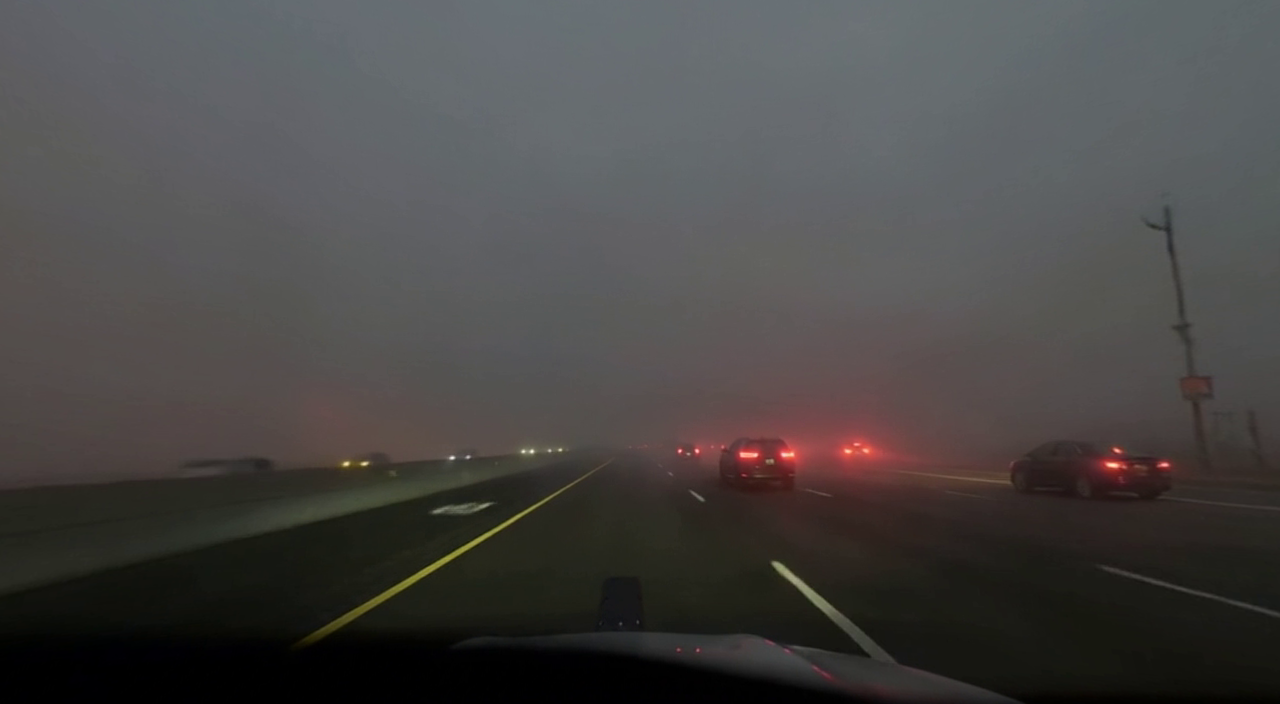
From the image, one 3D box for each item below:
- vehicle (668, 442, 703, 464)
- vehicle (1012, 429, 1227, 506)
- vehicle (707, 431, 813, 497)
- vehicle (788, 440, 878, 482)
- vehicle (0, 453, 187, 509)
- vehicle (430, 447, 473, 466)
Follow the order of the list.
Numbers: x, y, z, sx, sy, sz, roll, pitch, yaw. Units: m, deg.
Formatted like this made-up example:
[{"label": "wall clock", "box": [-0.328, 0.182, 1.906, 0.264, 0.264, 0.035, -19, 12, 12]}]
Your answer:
[{"label": "vehicle", "box": [3.203, 7.166, 44.892, 2.038, 1.477, 4.313, 0, -9, -2]}, {"label": "vehicle", "box": [11.055, 2.667, 15.039, 1.844, 1.560, 4.085, 0, -8, -1]}, {"label": "vehicle", "box": [3.200, 3.108, 17.878, 1.977, 1.601, 4.598, 0, -9, -1]}, {"label": "vehicle", "box": [7.155, 4.070, 23.910, 1.952, 1.442, 4.259, 0, -8, -1]}, {"label": "vehicle", "box": [-14.523, 3.405, 17.131, 1.583, 1.220, 3.939, 0, -8, 0]}, {"label": "vehicle", "box": [-14.554, 8.057, 49.016, 1.962, 1.309, 4.240, 1, -8, 2]}]
